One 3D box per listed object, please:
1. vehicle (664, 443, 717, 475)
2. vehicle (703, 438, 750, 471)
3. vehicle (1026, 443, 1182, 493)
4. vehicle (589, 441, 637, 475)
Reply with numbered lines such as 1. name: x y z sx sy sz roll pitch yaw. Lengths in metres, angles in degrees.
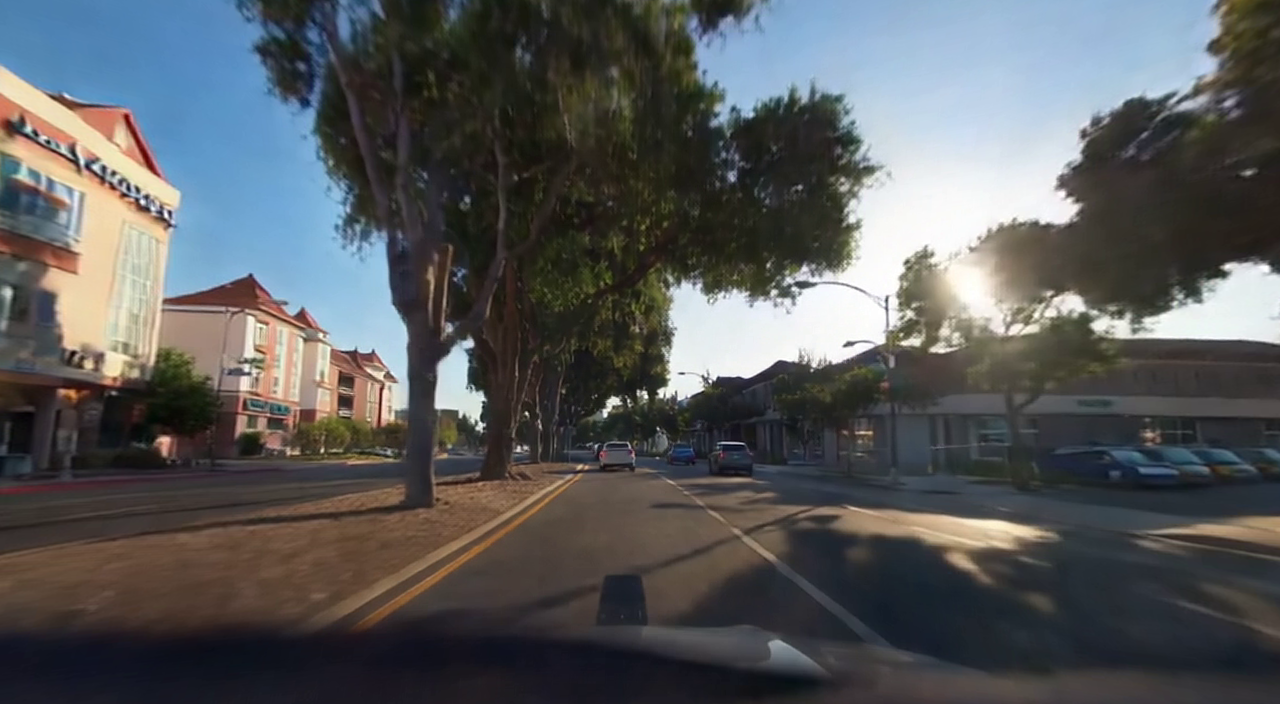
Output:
1. vehicle: 2.426 5.301 31.616 1.993 1.477 4.240 1 -8 -5
2. vehicle: 5.465 6.555 40.555 2.052 1.990 4.736 1 -8 -4
3. vehicle: 20.213 5.009 27.843 2.150 1.966 5.027 4 -9 -23
4. vehicle: -1.290 4.919 29.651 2.101 1.444 4.248 0 -8 -3
